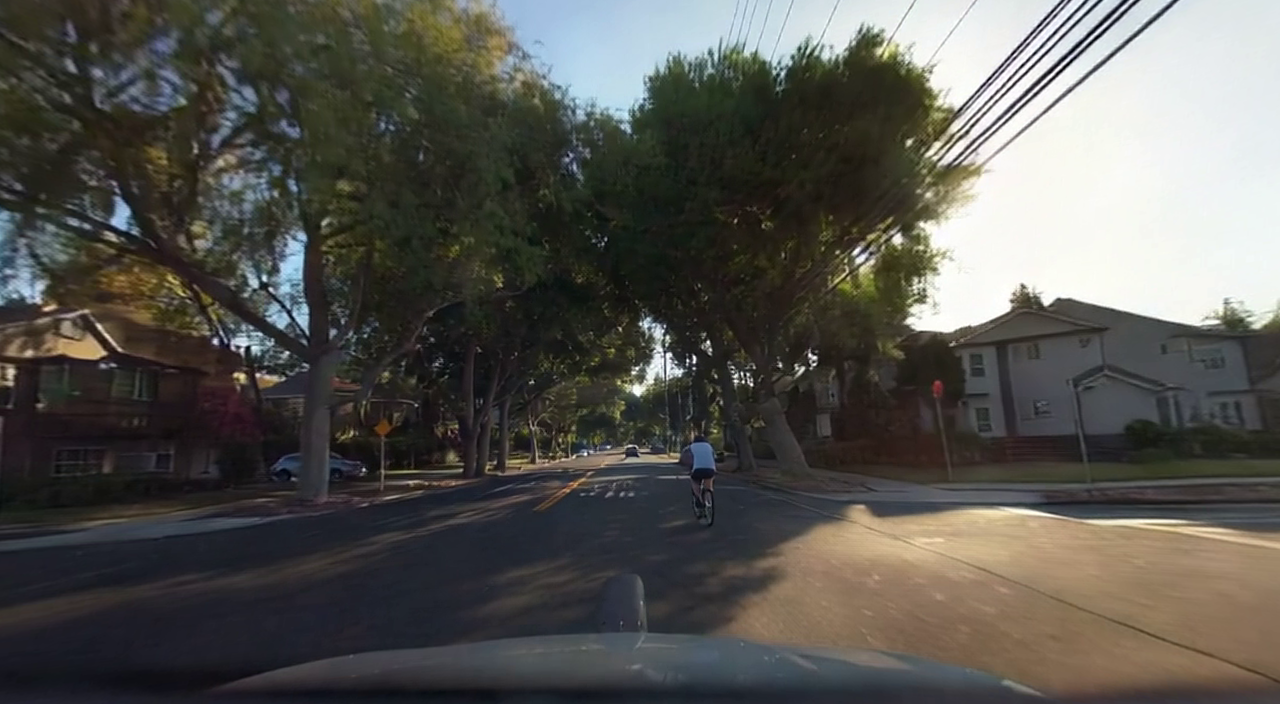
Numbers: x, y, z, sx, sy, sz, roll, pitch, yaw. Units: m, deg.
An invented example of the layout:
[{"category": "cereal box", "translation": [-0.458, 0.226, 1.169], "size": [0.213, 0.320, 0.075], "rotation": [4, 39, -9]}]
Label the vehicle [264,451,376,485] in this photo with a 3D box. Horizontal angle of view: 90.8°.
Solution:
[{"category": "vehicle", "translation": [-14.637, 5.316, 29.059], "size": [4.143, 1.480, 1.755], "rotation": [0, -8, -2]}]
